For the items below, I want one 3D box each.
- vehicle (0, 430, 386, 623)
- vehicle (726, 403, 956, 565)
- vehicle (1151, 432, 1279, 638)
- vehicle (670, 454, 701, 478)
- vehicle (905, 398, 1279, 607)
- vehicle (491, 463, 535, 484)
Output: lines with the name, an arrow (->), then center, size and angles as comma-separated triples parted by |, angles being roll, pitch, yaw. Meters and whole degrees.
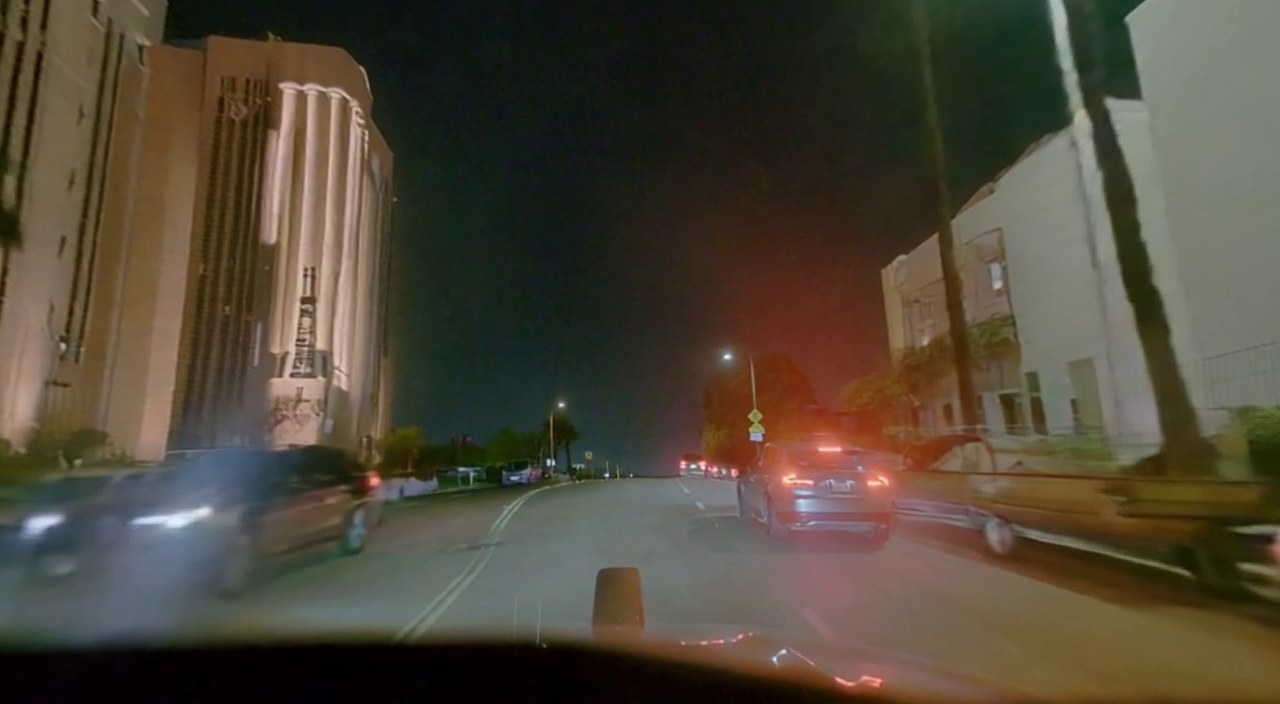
vehicle -> -5.162, 1.733, 7.442 | 2.153, 1.469, 4.939 | -1, -9, 2
vehicle -> 2.636, 1.855, 9.571 | 1.995, 1.858, 4.333 | 0, -9, 0
vehicle -> 5.447, 1.012, 2.742 | 2.166, 1.399, 5.177 | 0, -8, 0
vehicle -> 3.325, 8.496, 47.156 | 2.196, 1.655, 3.939 | -1, -9, 3
vehicle -> 5.694, 1.808, 8.563 | 2.111, 2.007, 4.761 | 0, -9, 0
vehicle -> -9.197, 8.879, 46.295 | 2.118, 1.305, 4.687 | -2, -9, 2
